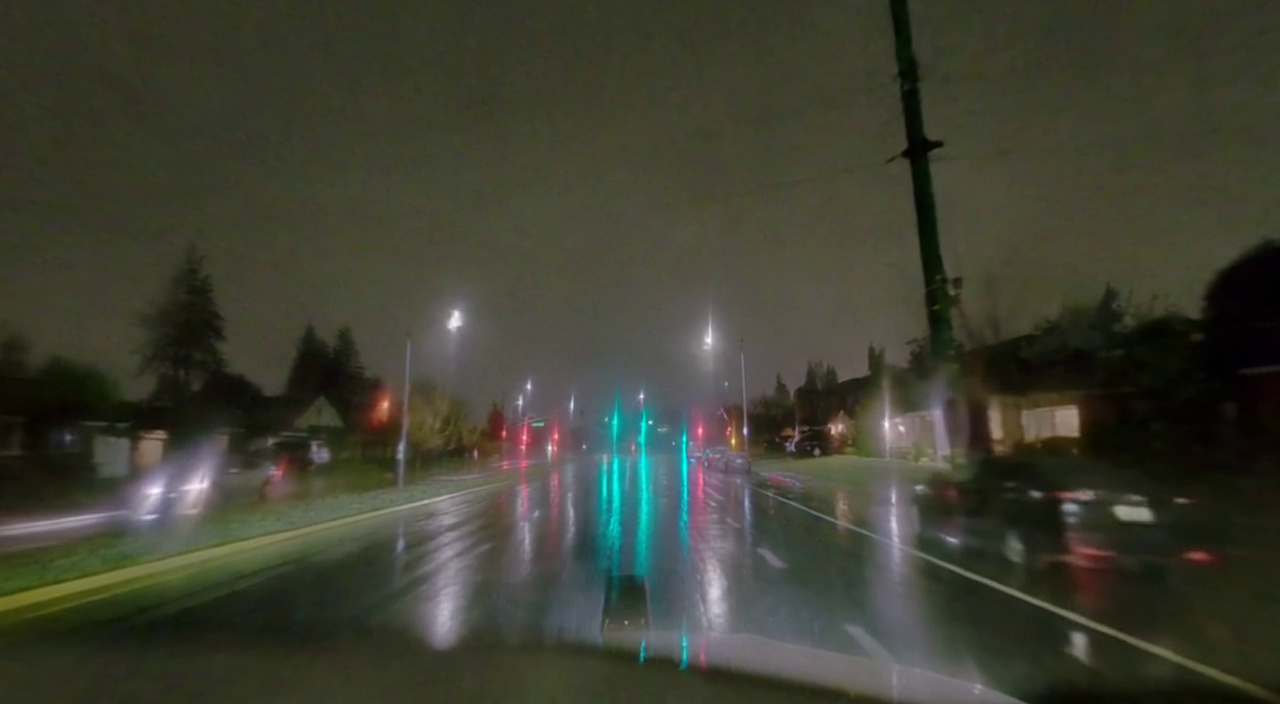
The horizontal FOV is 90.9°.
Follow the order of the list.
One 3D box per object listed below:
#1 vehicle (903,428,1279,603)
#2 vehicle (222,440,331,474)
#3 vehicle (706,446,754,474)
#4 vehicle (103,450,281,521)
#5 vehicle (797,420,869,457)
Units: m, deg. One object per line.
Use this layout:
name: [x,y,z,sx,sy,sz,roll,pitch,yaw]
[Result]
vehicle: [4.845,1.718,7.454,1.803,1.517,3.738,0,-9,-1]
vehicle: [-20.877,6.030,36.411,4.759,1.824,2.442,0,-8,0]
vehicle: [4.870,5.895,34.703,1.881,1.435,4.525,0,-9,-1]
vehicle: [-12.196,3.601,17.600,2.000,1.523,4.226,-1,-7,-2]
vehicle: [13.640,6.168,44.713,4.284,1.725,1.981,-11,-9,-1]
